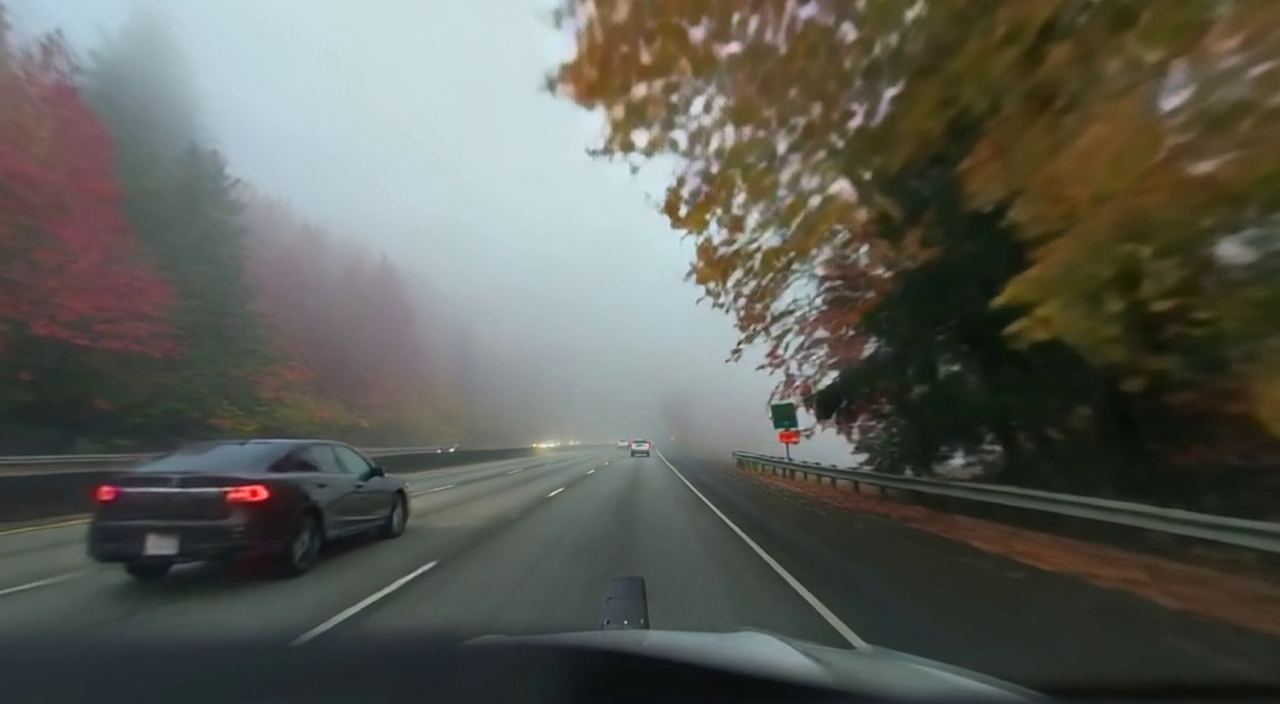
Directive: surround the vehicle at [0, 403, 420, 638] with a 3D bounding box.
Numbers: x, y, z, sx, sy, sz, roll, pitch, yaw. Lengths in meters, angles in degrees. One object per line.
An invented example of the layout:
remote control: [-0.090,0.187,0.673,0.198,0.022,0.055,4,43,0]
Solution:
vehicle: [-4.281,1.513,6.755,2.123,1.643,4.479,0,-8,1]
